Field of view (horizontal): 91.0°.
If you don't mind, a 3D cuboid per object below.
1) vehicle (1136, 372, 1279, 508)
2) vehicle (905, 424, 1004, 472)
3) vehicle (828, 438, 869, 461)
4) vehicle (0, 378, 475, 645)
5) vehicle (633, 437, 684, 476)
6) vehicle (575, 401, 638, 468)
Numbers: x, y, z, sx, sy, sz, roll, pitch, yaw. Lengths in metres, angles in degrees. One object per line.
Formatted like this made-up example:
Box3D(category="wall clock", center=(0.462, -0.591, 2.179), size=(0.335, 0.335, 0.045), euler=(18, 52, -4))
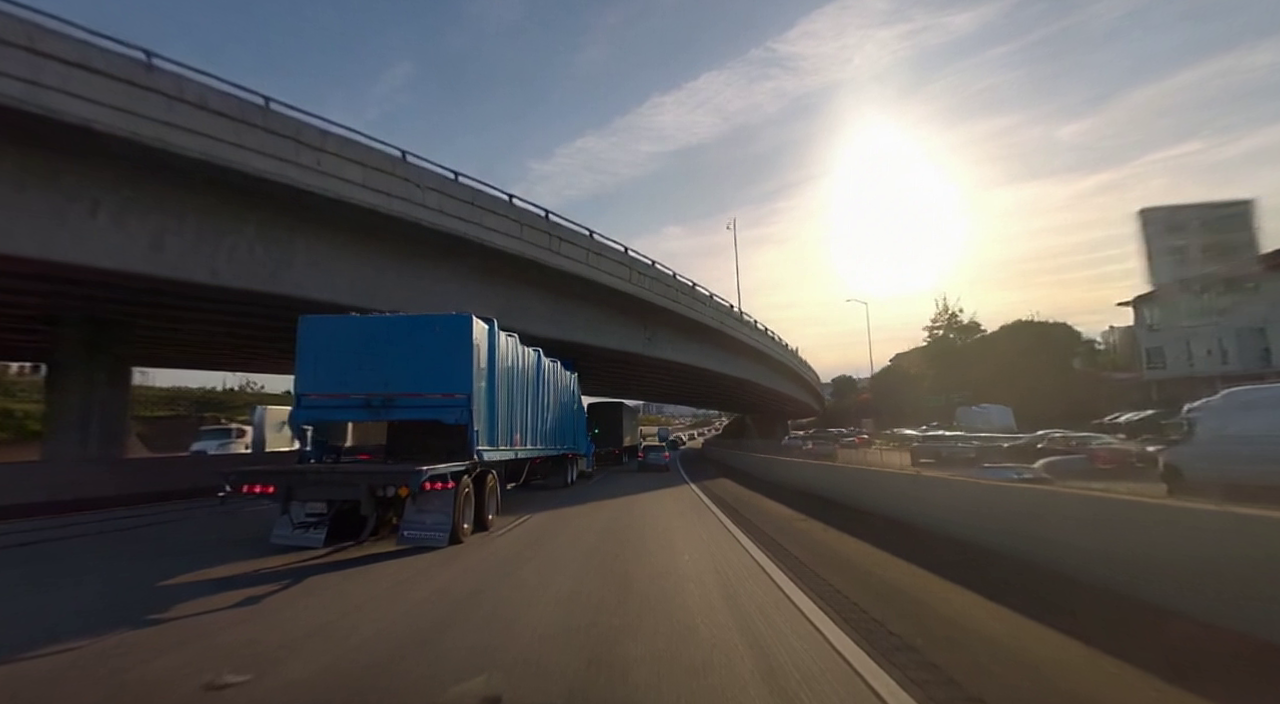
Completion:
Box3D(category="vehicle", center=(13.746, 1.696, 12.139), size=(2.679, 2.597, 7.126), euler=(-1, -9, 2))
Box3D(category="vehicle", center=(14.905, 4.617, 30.300), size=(2.186, 2.074, 5.586), euler=(-1, -9, 4))
Box3D(category="vehicle", center=(16.194, 7.607, 49.116), size=(2.022, 1.675, 4.792), euler=(-1, -9, 6))
Box3D(category="vehicle", center=(-3.489, 1.309, 6.018), size=(2.896, 1.779, 3.441), euler=(0, -8, -1))
Box3D(category="vehicle", center=(0.864, 4.785, 29.024), size=(2.178, 1.640, 4.071), euler=(-1, -9, 3))
Box3D(category="vehicle", center=(-1.955, 5.535, 41.562), size=(3.073, 3.894, 9.782), euler=(-1, -9, 3))
